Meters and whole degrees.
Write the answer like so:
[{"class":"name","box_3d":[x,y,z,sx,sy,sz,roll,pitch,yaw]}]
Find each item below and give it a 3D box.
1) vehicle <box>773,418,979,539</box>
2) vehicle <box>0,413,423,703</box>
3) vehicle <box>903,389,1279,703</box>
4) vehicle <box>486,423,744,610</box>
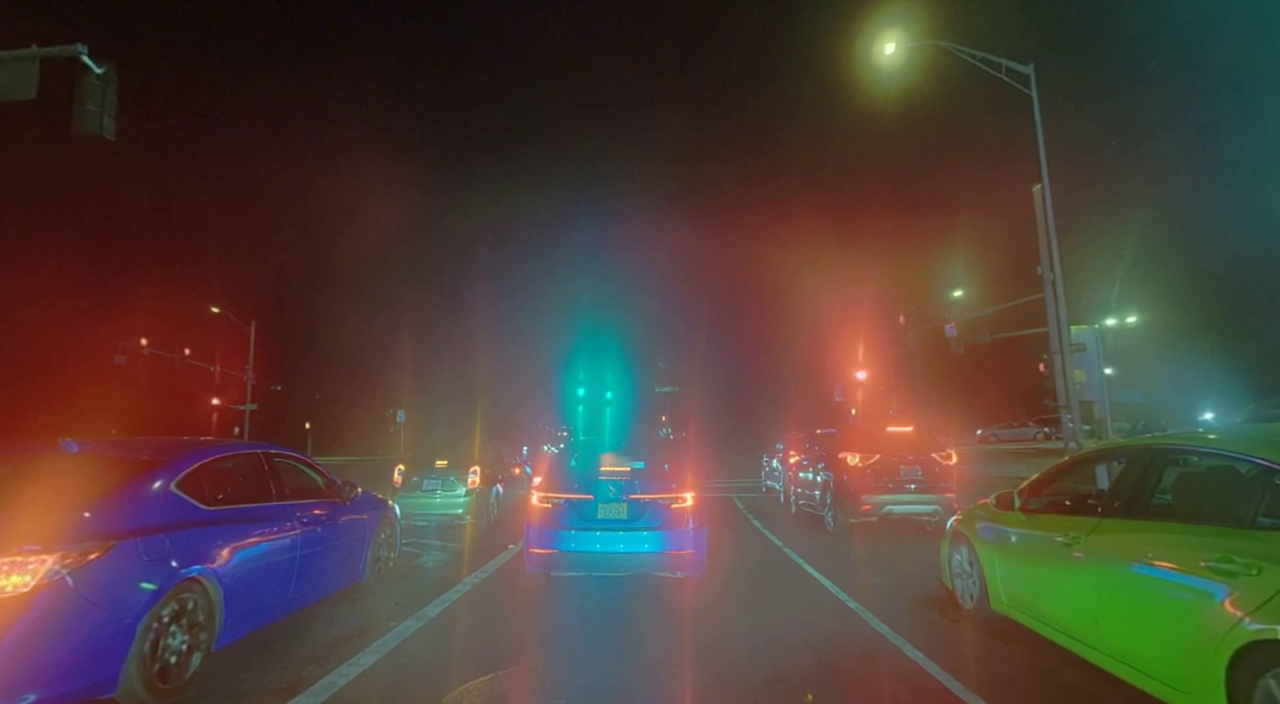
[{"class":"vehicle","box_3d":[3.764,2.097,11.011,2.007,1.683,4.171,0,-8,1]},{"class":"vehicle","box_3d":[-3.404,1.298,4.712,1.980,1.454,4.226,0,-8,1]},{"class":"vehicle","box_3d":[3.423,1.076,3.600,1.981,1.499,4.536,0,-8,2]},{"class":"vehicle","box_3d":[-0.188,1.623,7.124,2.059,1.477,3.988,0,-8,0]}]
